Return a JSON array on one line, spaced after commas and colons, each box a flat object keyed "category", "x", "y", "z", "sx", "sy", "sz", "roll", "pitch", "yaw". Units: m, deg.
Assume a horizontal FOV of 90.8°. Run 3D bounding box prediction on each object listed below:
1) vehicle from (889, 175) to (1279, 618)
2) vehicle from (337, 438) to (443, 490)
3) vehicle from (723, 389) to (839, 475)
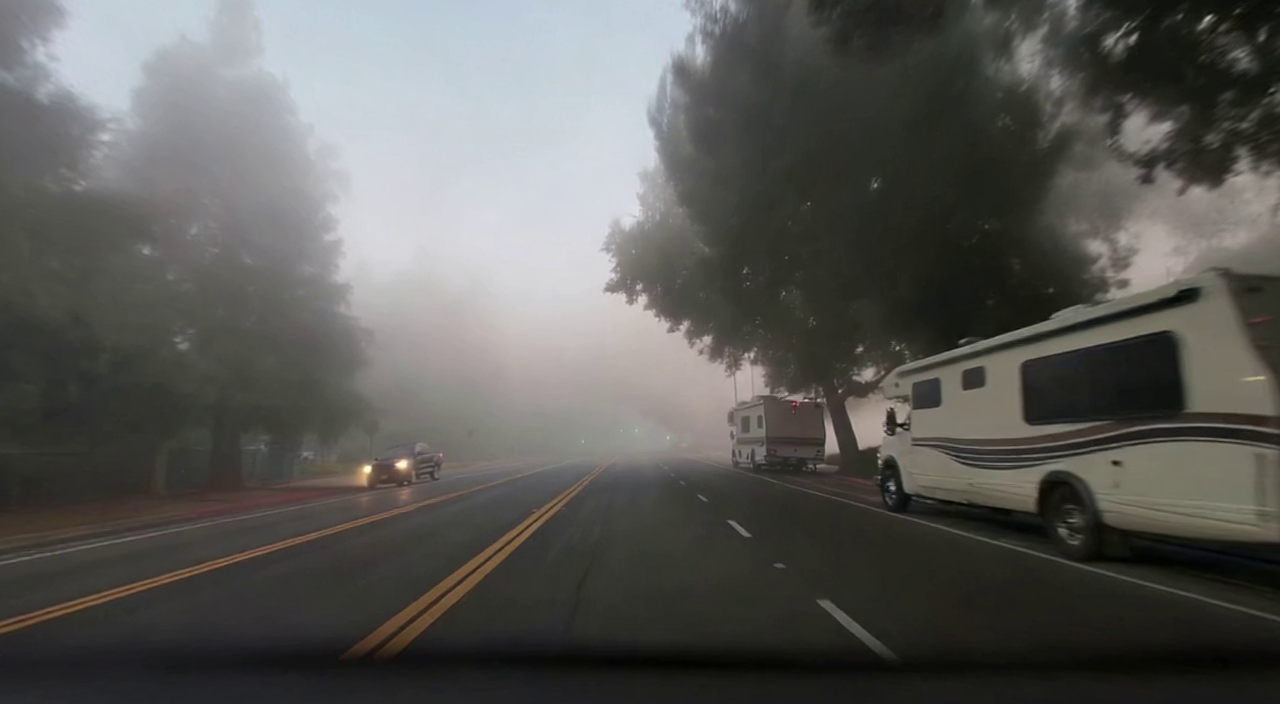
[{"category": "vehicle", "x": 6.151, "y": 0.828, "z": 8.047, "sx": 2.818, "sy": 3.236, "sz": 7.567, "roll": 0, "pitch": -8, "yaw": 0}, {"category": "vehicle", "x": -9.944, "y": 4.466, "z": 25.658, "sx": 2.391, "sy": 1.843, "sz": 4.764, "roll": -2, "pitch": -8, "yaw": -1}, {"category": "vehicle", "x": 6.046, "y": 3.781, "z": 29.086, "sx": 2.944, "sy": 3.252, "sz": 9.712, "roll": 0, "pitch": -9, "yaw": -1}]
